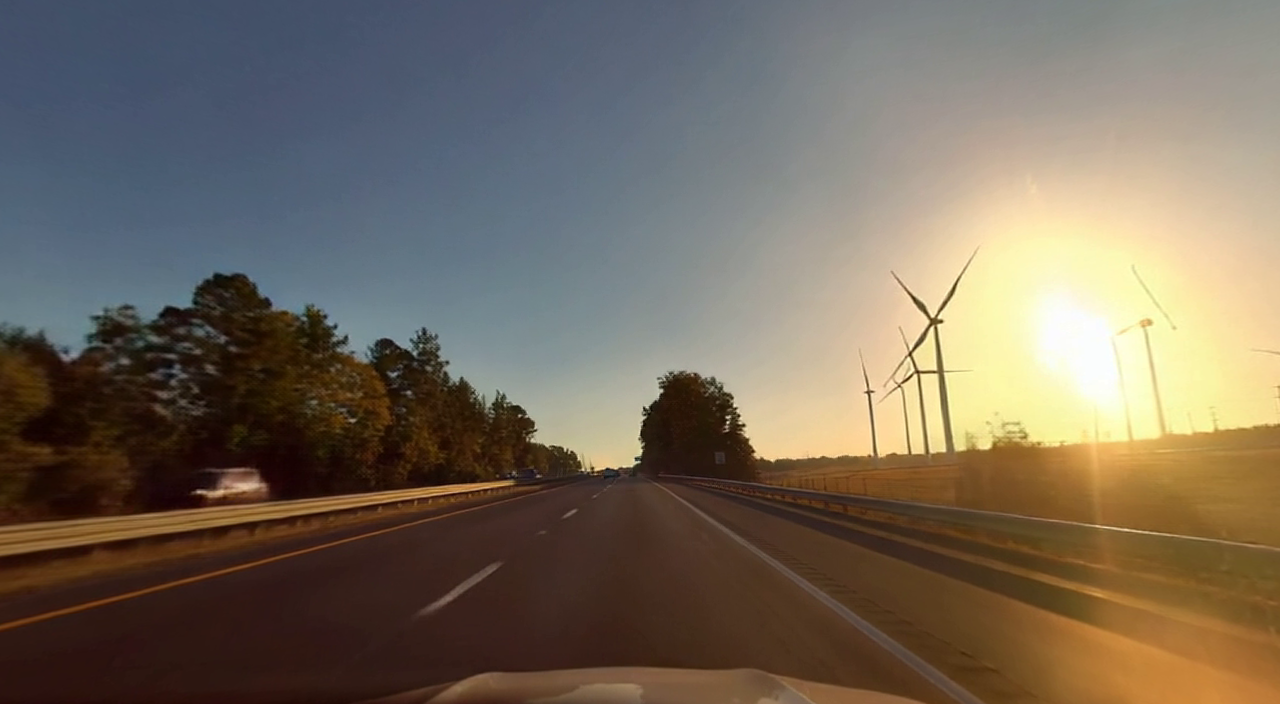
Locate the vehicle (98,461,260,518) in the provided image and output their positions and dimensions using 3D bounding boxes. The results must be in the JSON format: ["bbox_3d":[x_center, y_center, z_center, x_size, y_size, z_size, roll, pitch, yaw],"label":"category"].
[{"bbox_3d":[-17.052,5.097,23.756,2.125,1.861,5.167,1,-11,0],"label":"vehicle"}]
